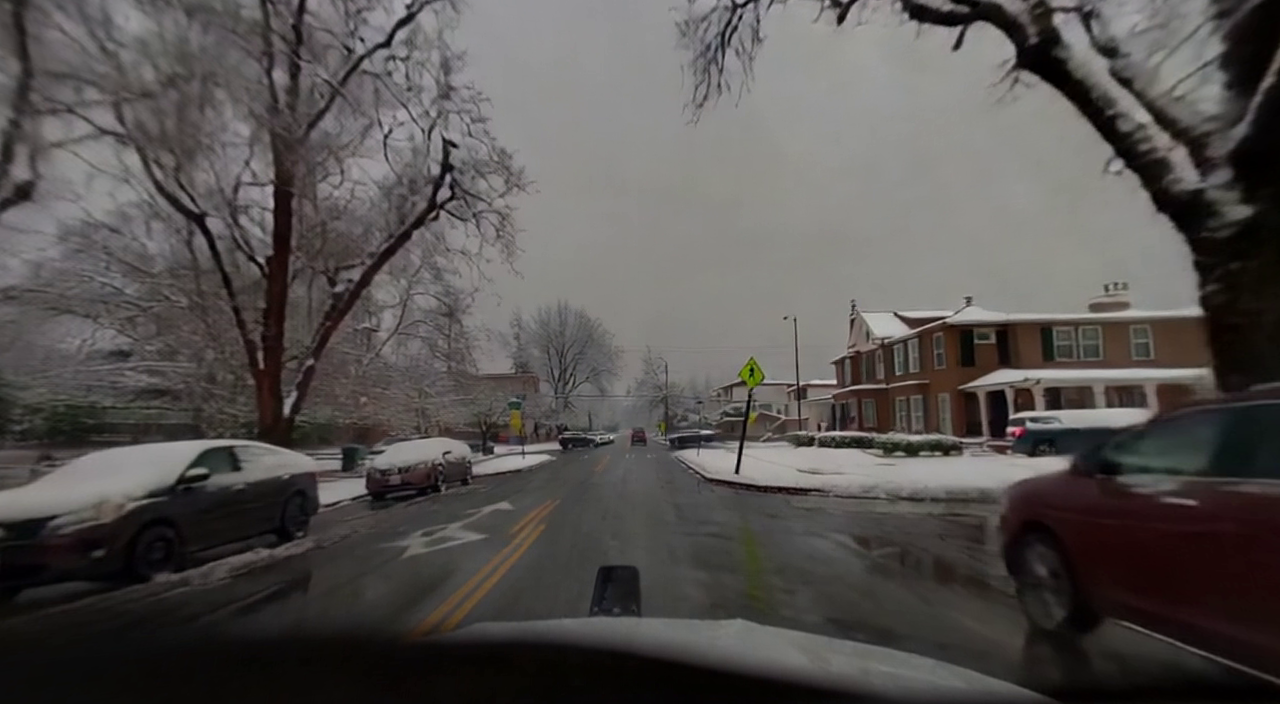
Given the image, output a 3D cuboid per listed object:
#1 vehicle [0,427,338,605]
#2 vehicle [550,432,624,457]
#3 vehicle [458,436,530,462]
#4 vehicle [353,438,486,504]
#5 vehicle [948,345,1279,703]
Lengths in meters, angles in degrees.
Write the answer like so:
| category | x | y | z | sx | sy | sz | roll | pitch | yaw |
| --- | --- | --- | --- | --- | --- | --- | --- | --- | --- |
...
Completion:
| category | x | y | z | sx | sy | sz | roll | pitch | yaw |
| --- | --- | --- | --- | --- | --- | --- | --- | --- | --- |
| vehicle | -5.429 | 1.697 | 7.425 | 1.842 | 1.540 | 3.704 | 0 | -8 | 0 |
| vehicle | -4.008 | 7.028 | 47.935 | 5.181 | 1.768 | 2.139 | 4 | -9 | -25 |
| vehicle | -10.147 | 6.733 | 43.750 | 4.639 | 1.700 | 2.002 | 3 | -9 | -19 |
| vehicle | -5.467 | 2.981 | 16.270 | 1.919 | 1.464 | 4.155 | 0 | -8 | 0 |
| vehicle | 3.493 | 0.863 | 2.841 | 1.997 | 1.663 | 4.544 | -1 | -8 | 2 |
